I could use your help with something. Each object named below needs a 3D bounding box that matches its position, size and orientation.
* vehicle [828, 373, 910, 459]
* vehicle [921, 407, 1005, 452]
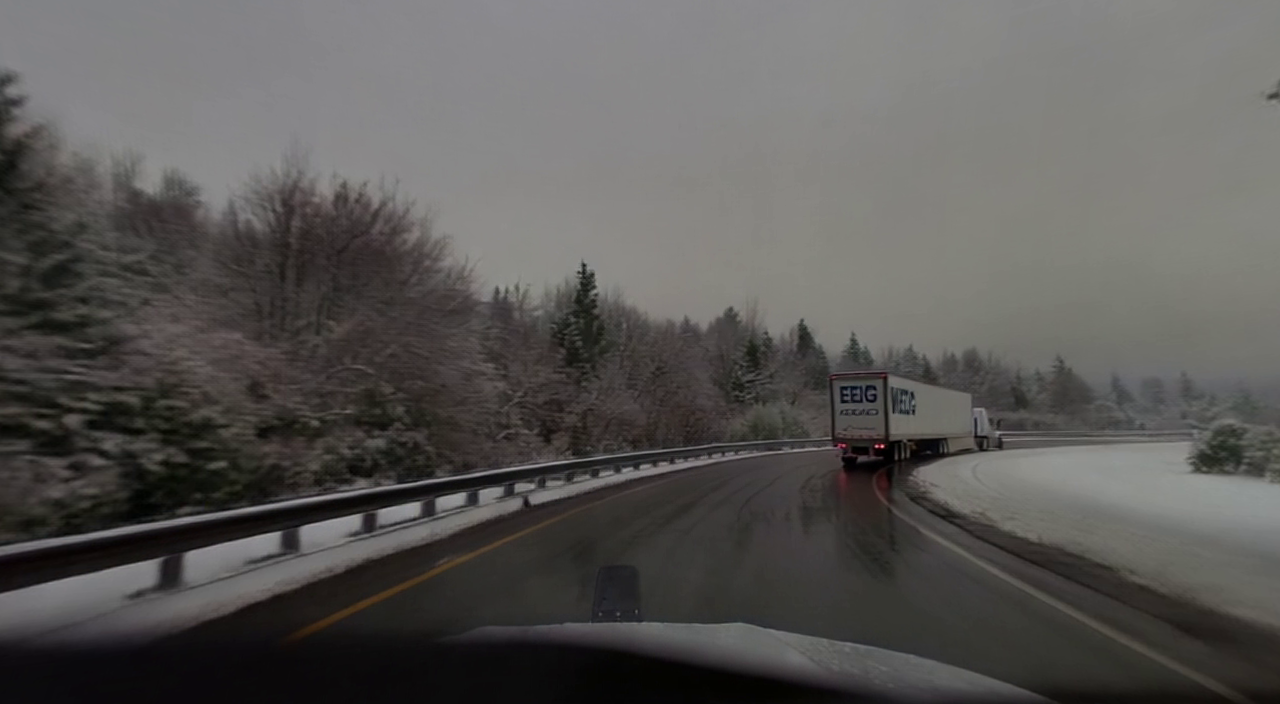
[{"bbox_3d":[10.803,3.074,29.624,2.963,3.771,3.137,-4,-9,30],"label":"vehicle"},{"bbox_3d":[19.844,4.743,38.398,6.650,2.524,2.120,7,-10,-41],"label":"vehicle"}]
